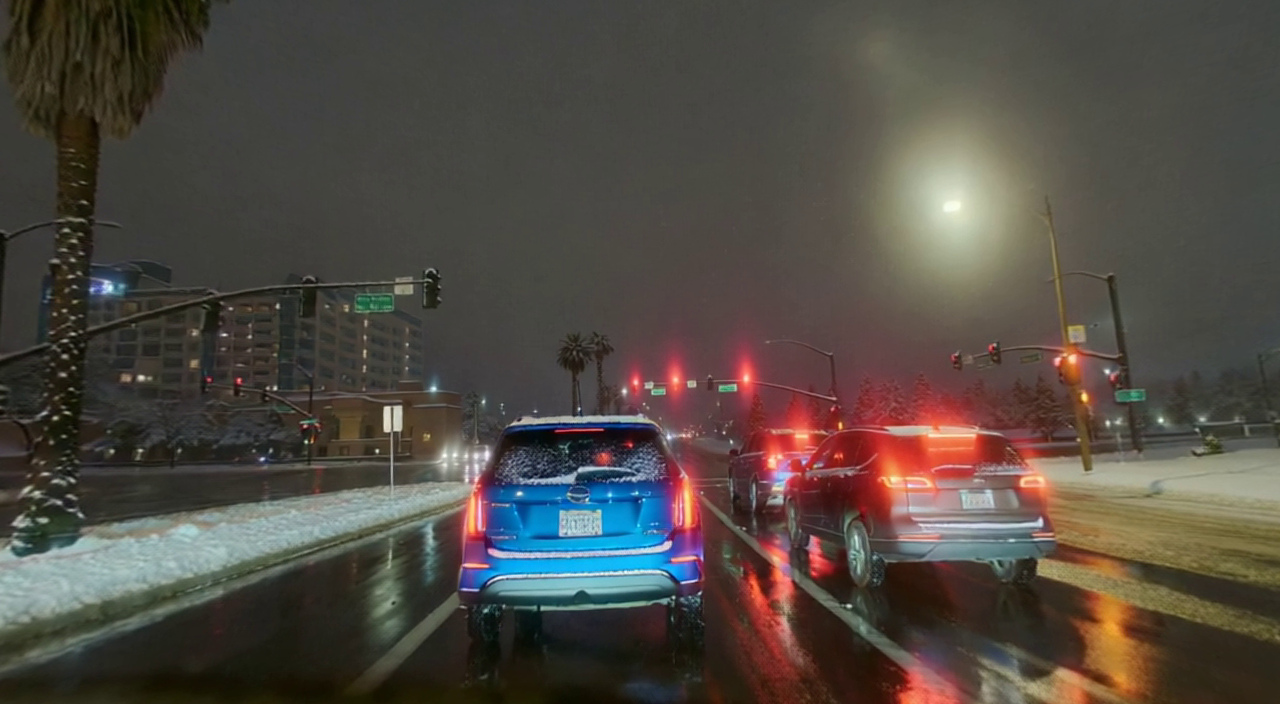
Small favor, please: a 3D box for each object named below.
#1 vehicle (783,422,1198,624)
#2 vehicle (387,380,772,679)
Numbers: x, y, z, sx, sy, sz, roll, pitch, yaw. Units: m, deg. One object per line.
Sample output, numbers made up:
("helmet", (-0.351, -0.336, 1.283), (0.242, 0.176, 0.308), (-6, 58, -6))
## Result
("vehicle", (3.106, 1.597, 6.939), (1.971, 1.473, 4.495), (0, -8, 0))
("vehicle", (-0.347, 1.307, 5.671), (2.172, 1.694, 4.055), (0, -8, 0))
